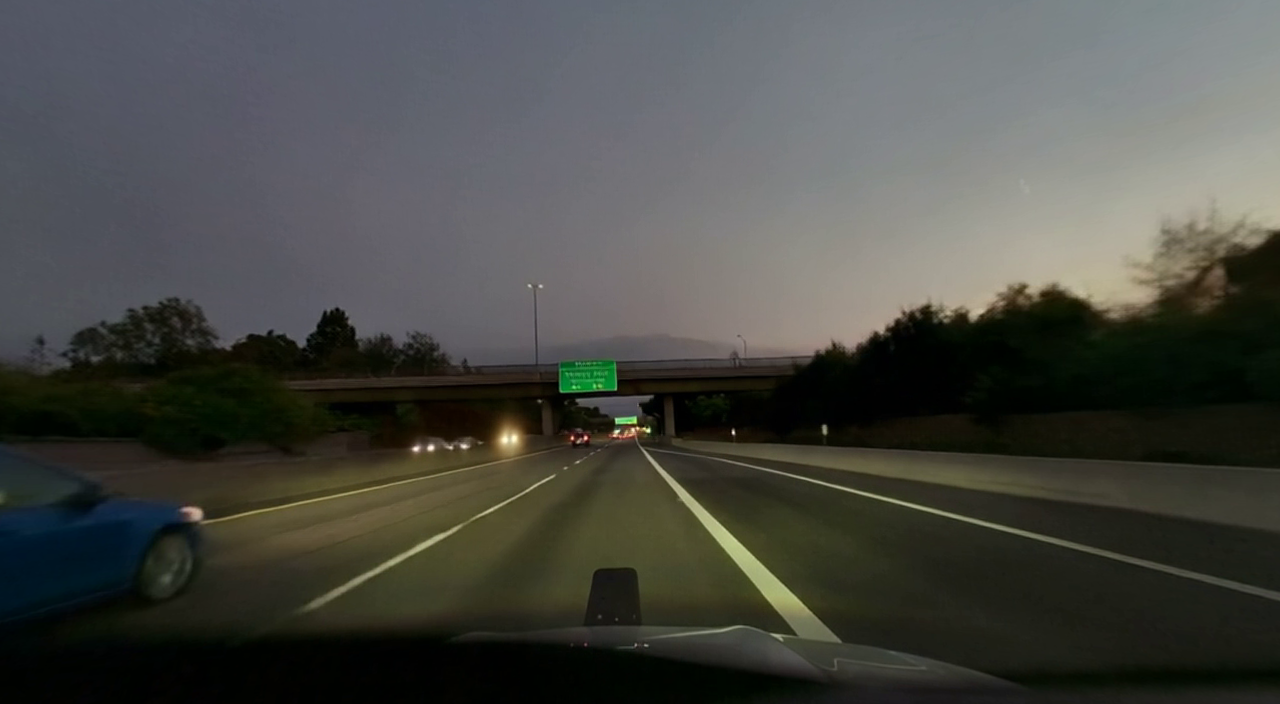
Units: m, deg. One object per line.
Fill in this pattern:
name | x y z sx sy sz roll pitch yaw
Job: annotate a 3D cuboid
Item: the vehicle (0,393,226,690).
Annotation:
vehicle | -4.563 0.983 2.996 2.086 1.624 4.607 0 -8 -1
